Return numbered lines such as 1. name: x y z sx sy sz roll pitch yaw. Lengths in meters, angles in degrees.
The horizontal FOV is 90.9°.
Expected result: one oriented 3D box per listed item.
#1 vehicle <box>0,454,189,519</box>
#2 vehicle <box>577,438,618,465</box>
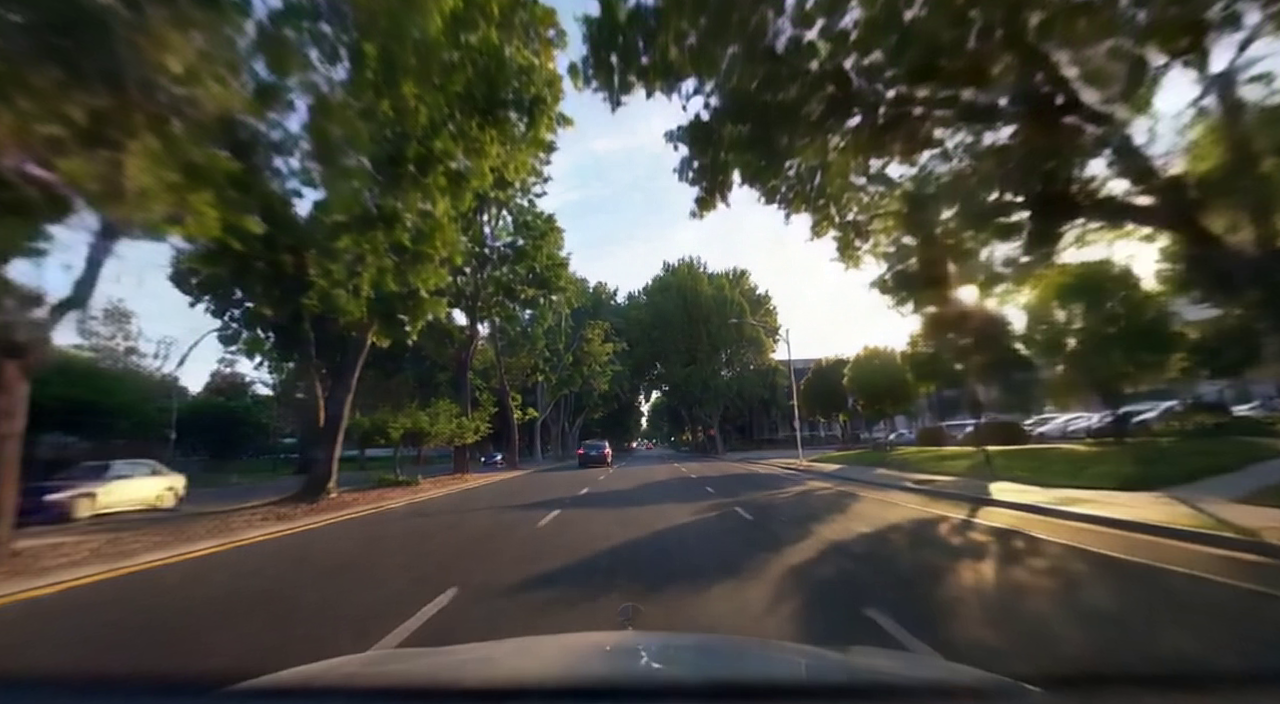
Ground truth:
1. vehicle: -16.230 3.950 18.995 1.923 1.637 4.409 0 -8 1
2. vehicle: -2.758 6.612 42.102 2.283 1.716 4.395 0 -8 1
